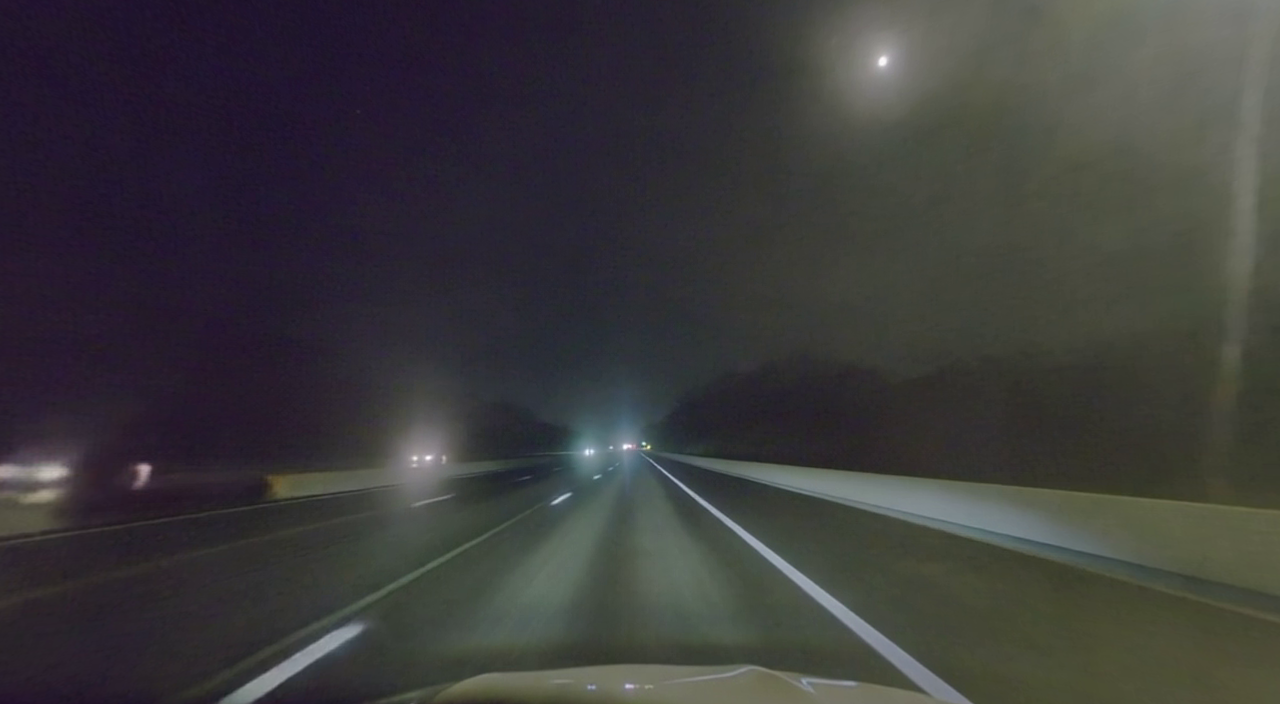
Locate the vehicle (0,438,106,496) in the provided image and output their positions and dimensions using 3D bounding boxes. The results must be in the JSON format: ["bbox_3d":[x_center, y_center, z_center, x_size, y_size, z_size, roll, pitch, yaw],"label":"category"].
[{"bbox_3d":[-19.875,3.594,19.870,1.812,1.678,4.844,0,-9,0],"label":"vehicle"}]
